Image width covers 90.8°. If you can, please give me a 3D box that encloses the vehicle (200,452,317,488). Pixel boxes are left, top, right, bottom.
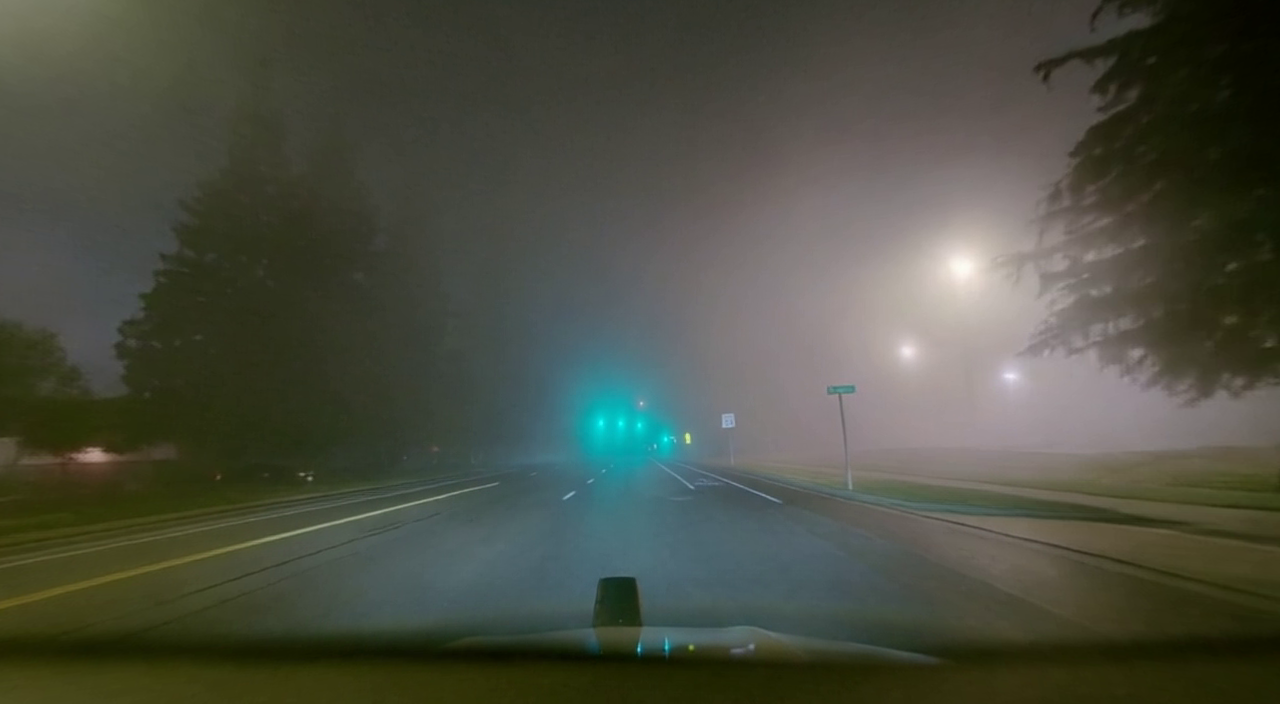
[{"bbox_3d":[-20.307,6.259,33.803,4.761,1.812,2.206,0,-9,-1],"label":"vehicle"}]
